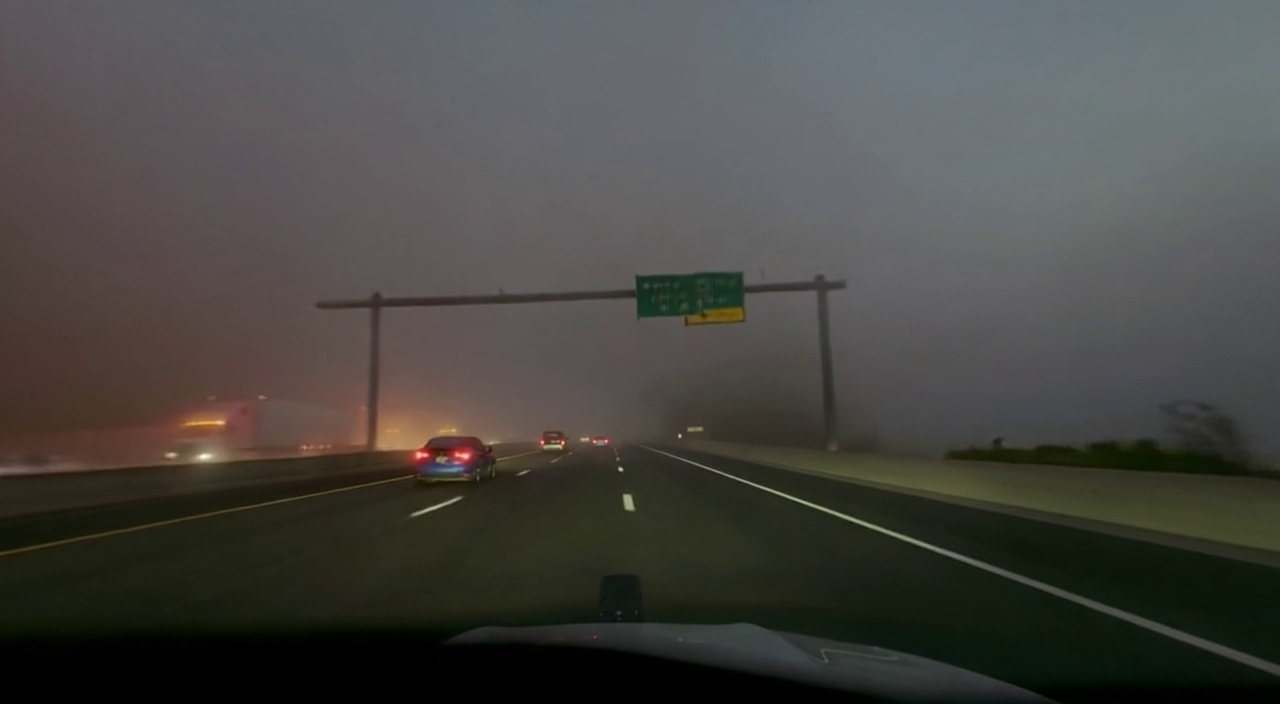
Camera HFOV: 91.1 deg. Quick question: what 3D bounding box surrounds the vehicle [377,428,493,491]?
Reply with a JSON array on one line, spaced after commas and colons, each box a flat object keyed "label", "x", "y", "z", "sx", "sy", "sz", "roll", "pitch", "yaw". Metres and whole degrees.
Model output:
[{"label": "vehicle", "x": -5.623, "y": 2.978, "z": 17.826, "sx": 1.953, "sy": 1.550, "sz": 4.167, "roll": 0, "pitch": -8, "yaw": -1}]

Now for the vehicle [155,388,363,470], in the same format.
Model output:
[{"label": "vehicle", "x": -22.477, "y": 4.956, "z": 39.463, "sx": 3.348, "sy": 3.923, "sz": 16.919, "roll": -1, "pitch": -8, "yaw": -3}]

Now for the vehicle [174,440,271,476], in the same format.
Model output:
[{"label": "vehicle", "x": -18.519, "y": 4.698, "z": 28.118, "sx": 1.790, "sy": 1.460, "sz": 3.806, "roll": 0, "pitch": -8, "yaw": -1}]
